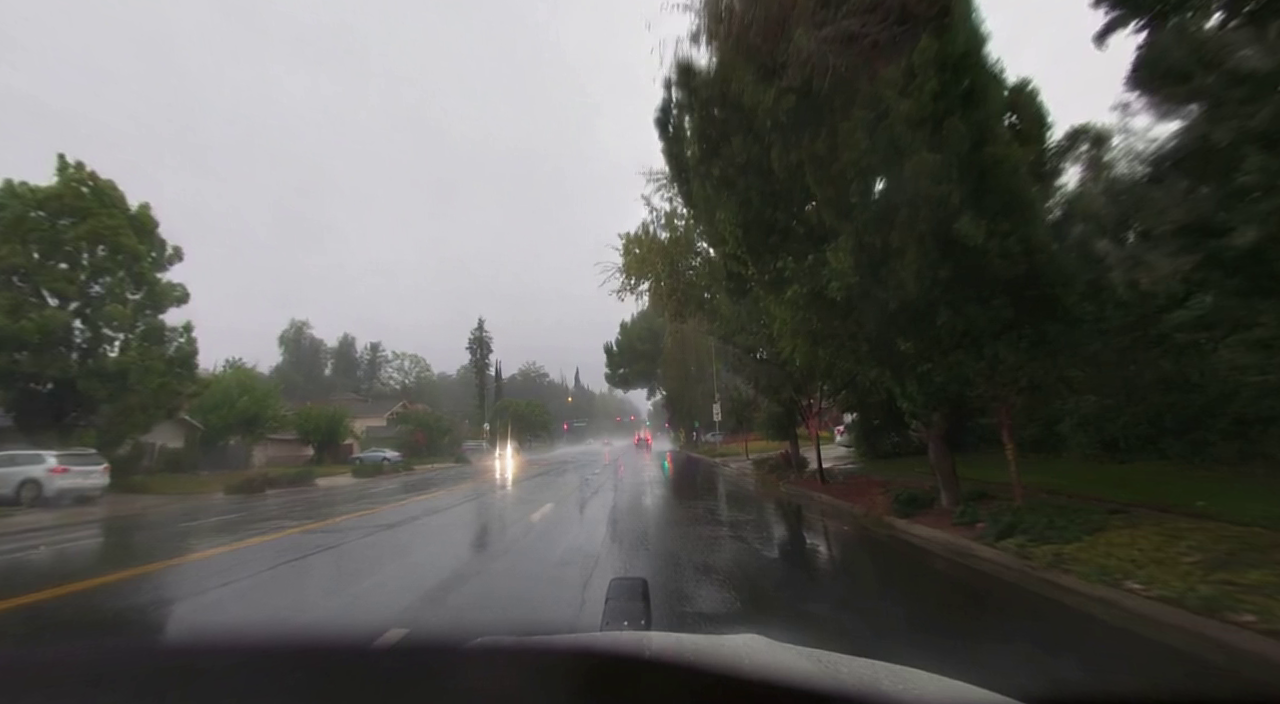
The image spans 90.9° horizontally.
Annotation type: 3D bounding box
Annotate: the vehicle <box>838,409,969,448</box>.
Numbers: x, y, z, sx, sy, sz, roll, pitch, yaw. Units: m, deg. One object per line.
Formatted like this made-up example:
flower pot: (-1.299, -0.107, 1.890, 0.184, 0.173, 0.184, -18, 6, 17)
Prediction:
vehicle: (11.363, 3.396, 27.564, 4.996, 1.563, 1.984, -3, -9, 15)

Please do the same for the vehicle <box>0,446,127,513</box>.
vehicle: (-19.675, 4.203, 21.263, 1.926, 2.039, 3.339, 0, -8, -4)
